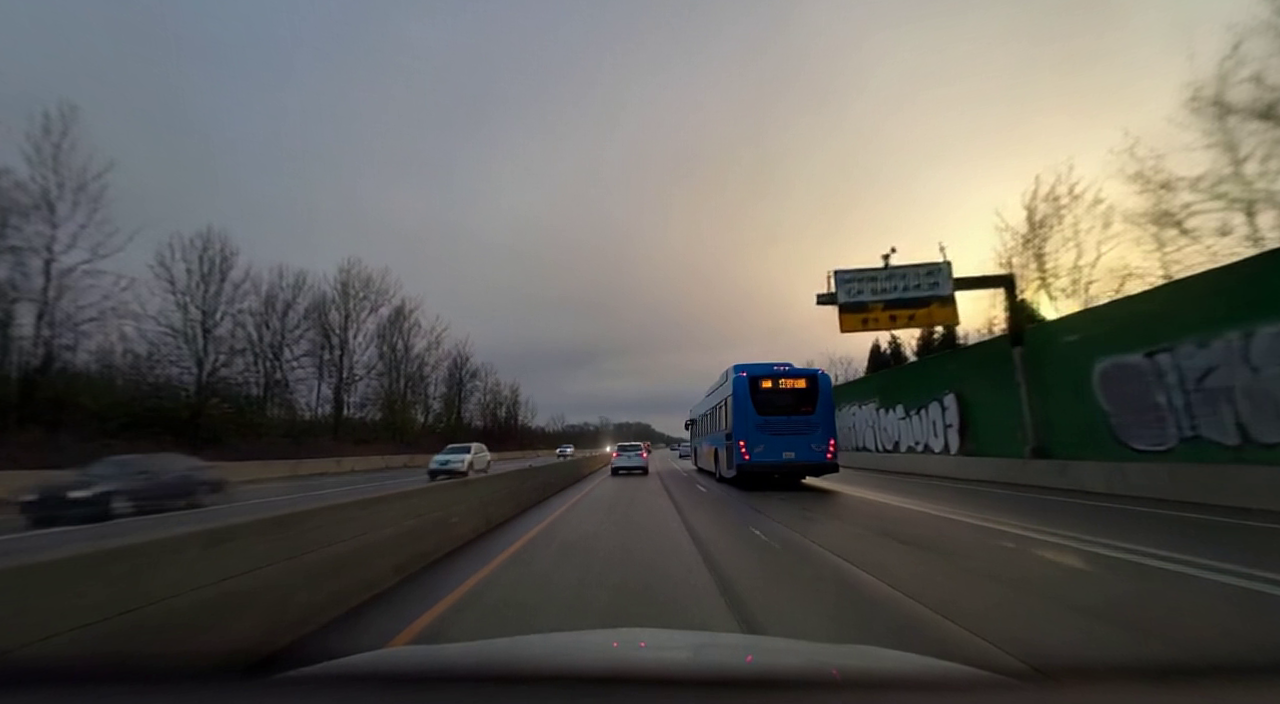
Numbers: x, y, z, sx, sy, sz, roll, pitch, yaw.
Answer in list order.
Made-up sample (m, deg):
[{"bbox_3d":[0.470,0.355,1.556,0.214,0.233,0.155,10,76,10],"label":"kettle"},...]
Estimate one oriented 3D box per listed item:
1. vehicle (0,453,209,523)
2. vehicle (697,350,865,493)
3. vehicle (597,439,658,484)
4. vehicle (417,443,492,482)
[{"bbox_3d":[-12.901,3.234,15.425,1.813,1.456,3.830,-1,-9,1],"label":"vehicle"},{"bbox_3d":[3.987,2.637,21.584,3.055,3.479,12.521,-1,-9,1],"label":"vehicle"},{"bbox_3d":[-0.397,4.195,24.204,2.160,1.532,4.073,-1,-9,1],"label":"vehicle"},{"bbox_3d":[-8.502,5.107,29.193,2.064,1.648,4.371,-1,-9,1],"label":"vehicle"}]
